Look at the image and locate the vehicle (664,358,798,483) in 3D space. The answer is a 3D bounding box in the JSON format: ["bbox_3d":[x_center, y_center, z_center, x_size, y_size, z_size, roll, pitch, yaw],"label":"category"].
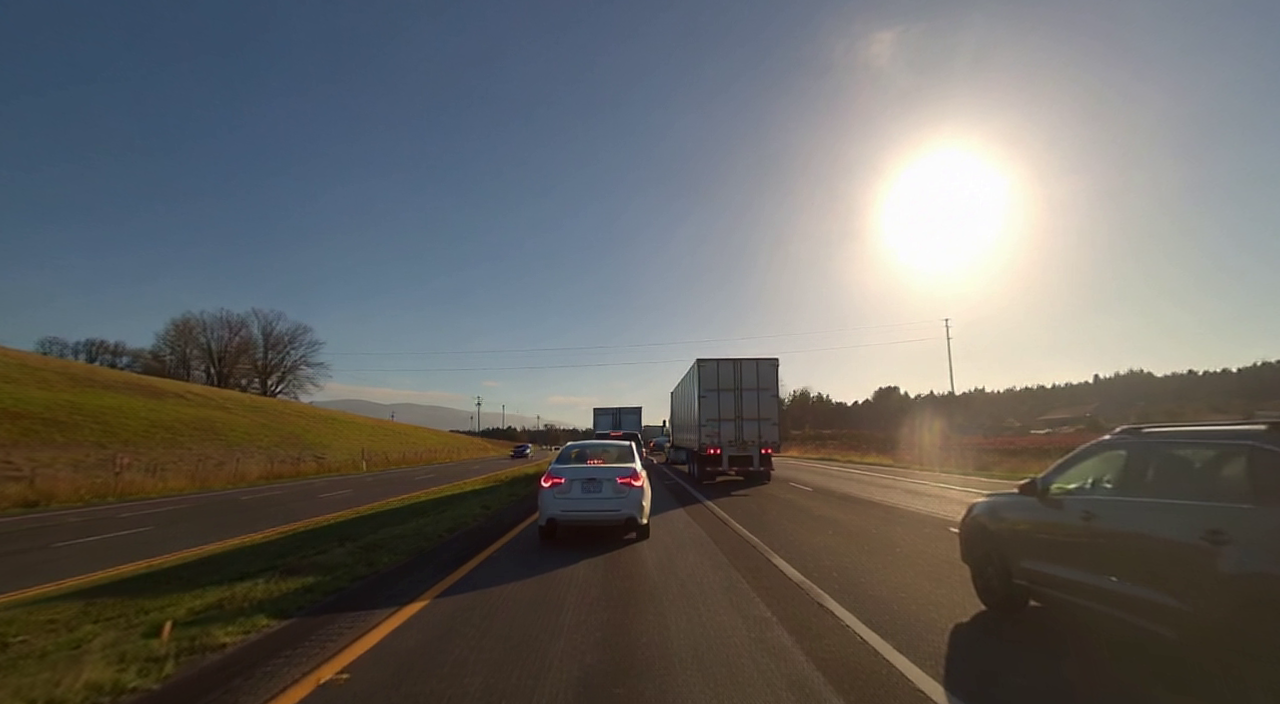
[{"bbox_3d":[3.447,3.497,30.013,3.591,4.290,16.696,0,-8,-1],"label":"vehicle"}]

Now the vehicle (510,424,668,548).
[{"bbox_3d":[-0.693,2.005,10.087,2.009,1.554,4.013,0,-8,-1],"label":"vehicle"}]

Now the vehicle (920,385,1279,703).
[{"bbox_3d":[3.593,1.023,3.427,1.960,1.515,4.713,0,-8,0],"label":"vehicle"}]
